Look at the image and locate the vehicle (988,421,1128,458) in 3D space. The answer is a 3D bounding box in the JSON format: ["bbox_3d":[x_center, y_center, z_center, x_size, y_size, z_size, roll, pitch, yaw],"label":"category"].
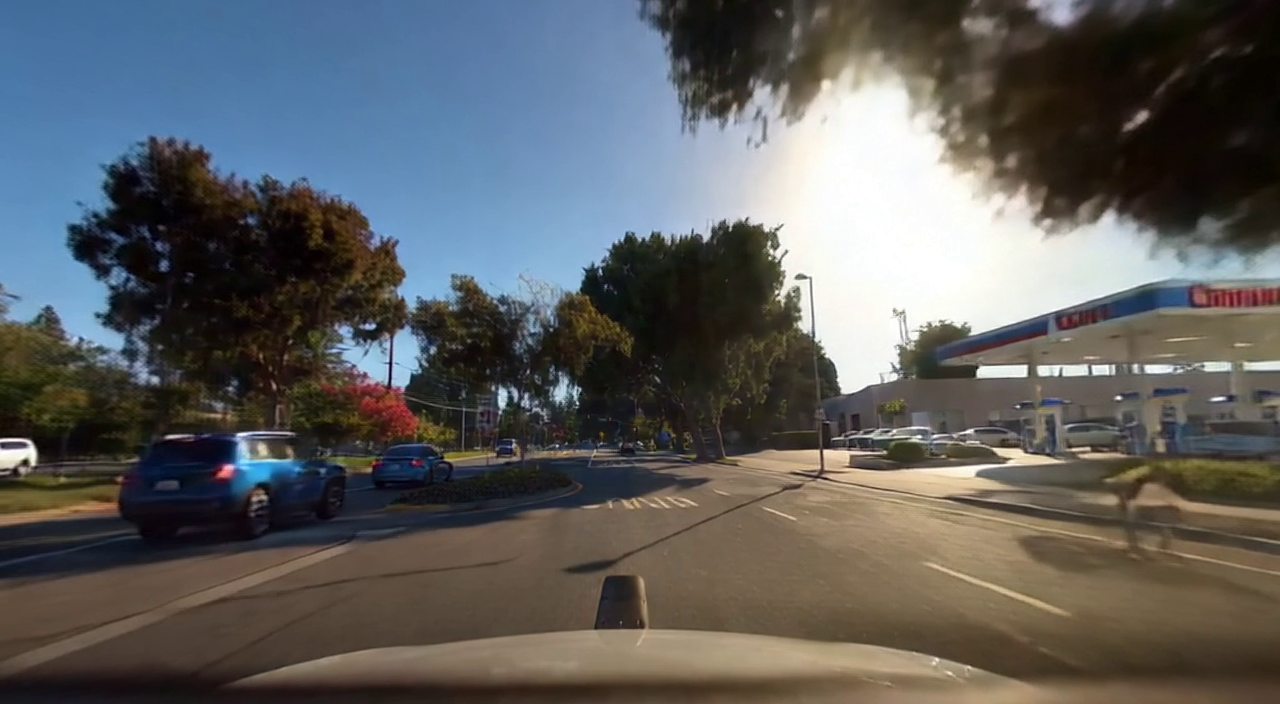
[{"bbox_3d":[19.115,4.036,29.085,4.868,1.610,2.223,0,-9,-2],"label":"vehicle"}]

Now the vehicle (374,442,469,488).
[{"bbox_3d":[-7.688,3.986,22.725,1.982,1.465,4.376,0,-9,-2],"label":"vehicle"}]

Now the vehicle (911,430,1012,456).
[{"bbox_3d":[18.709,5.303,36.874,4.800,1.459,2.051,1,-9,-5],"label":"vehicle"}]

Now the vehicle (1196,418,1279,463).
[{"bbox_3d":[21.523,3.181,22.638,4.557,1.434,1.916,8,-12,-44],"label":"vehicle"}]

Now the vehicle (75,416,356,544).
[{"bbox_3d":[-6.922,2.110,11.105,1.987,1.747,4.545,0,-9,-4],"label":"vehicle"}]
